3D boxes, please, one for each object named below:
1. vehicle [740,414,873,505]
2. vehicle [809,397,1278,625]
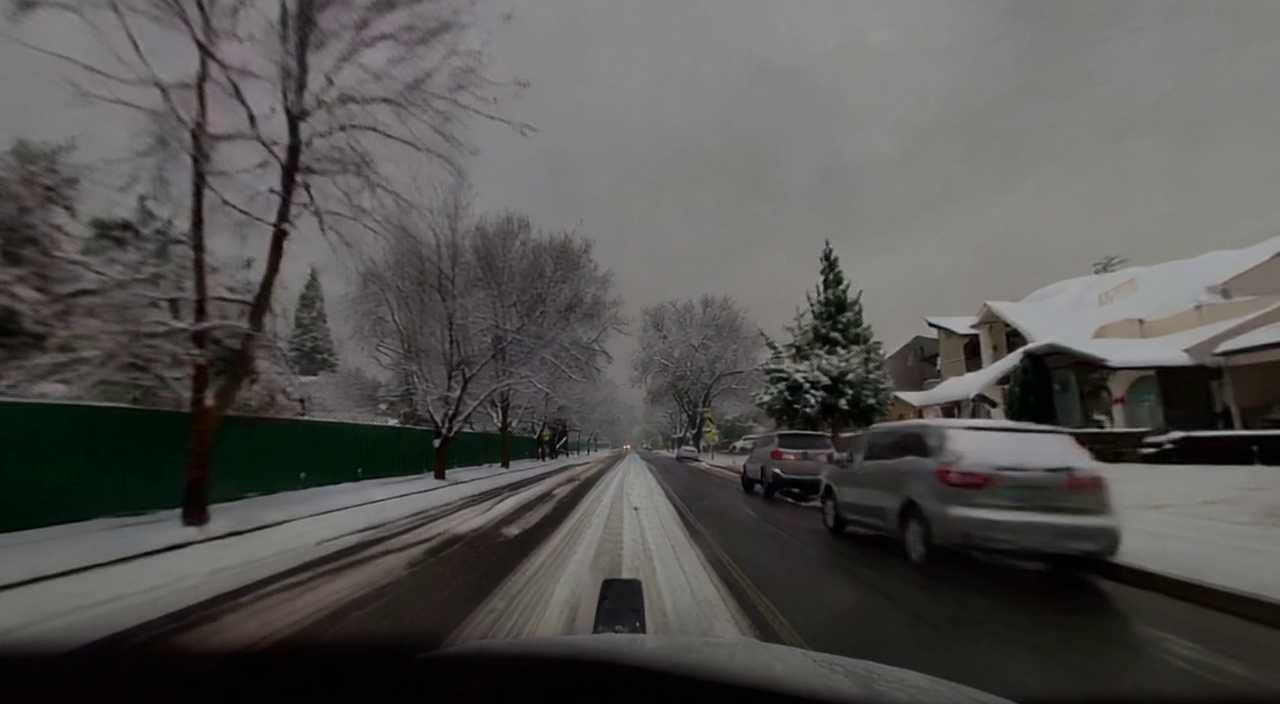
[{"bbox_3d":[4.099,2.727,16.407,2.220,2.045,4.139,0,-8,-1],"label":"vehicle"},{"bbox_3d":[3.636,1.522,7.167,2.122,1.673,4.876,0,-8,1],"label":"vehicle"}]
